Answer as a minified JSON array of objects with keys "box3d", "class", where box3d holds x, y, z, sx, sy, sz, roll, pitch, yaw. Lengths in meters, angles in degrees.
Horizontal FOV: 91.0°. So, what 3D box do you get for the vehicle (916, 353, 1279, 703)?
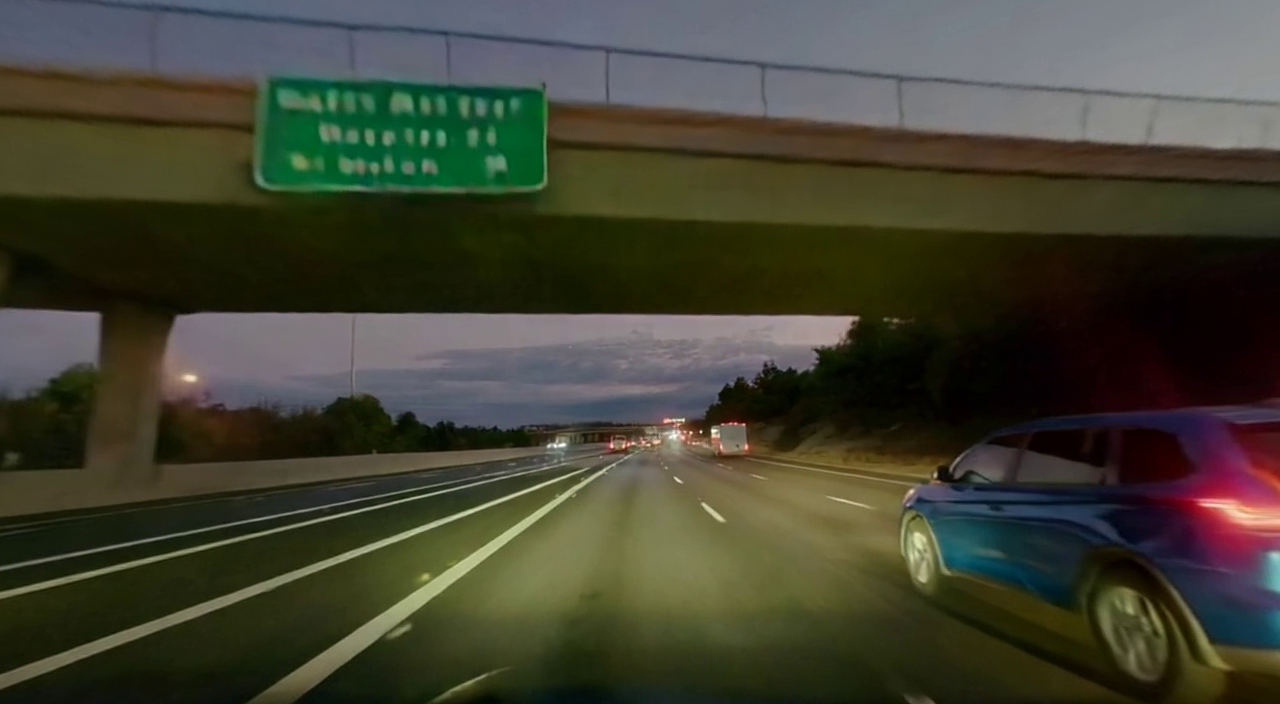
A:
[{"box3d":[4.004,1.065,4.309,2.148,1.691,4.443,0,-9,-1],"class":"vehicle"}]
